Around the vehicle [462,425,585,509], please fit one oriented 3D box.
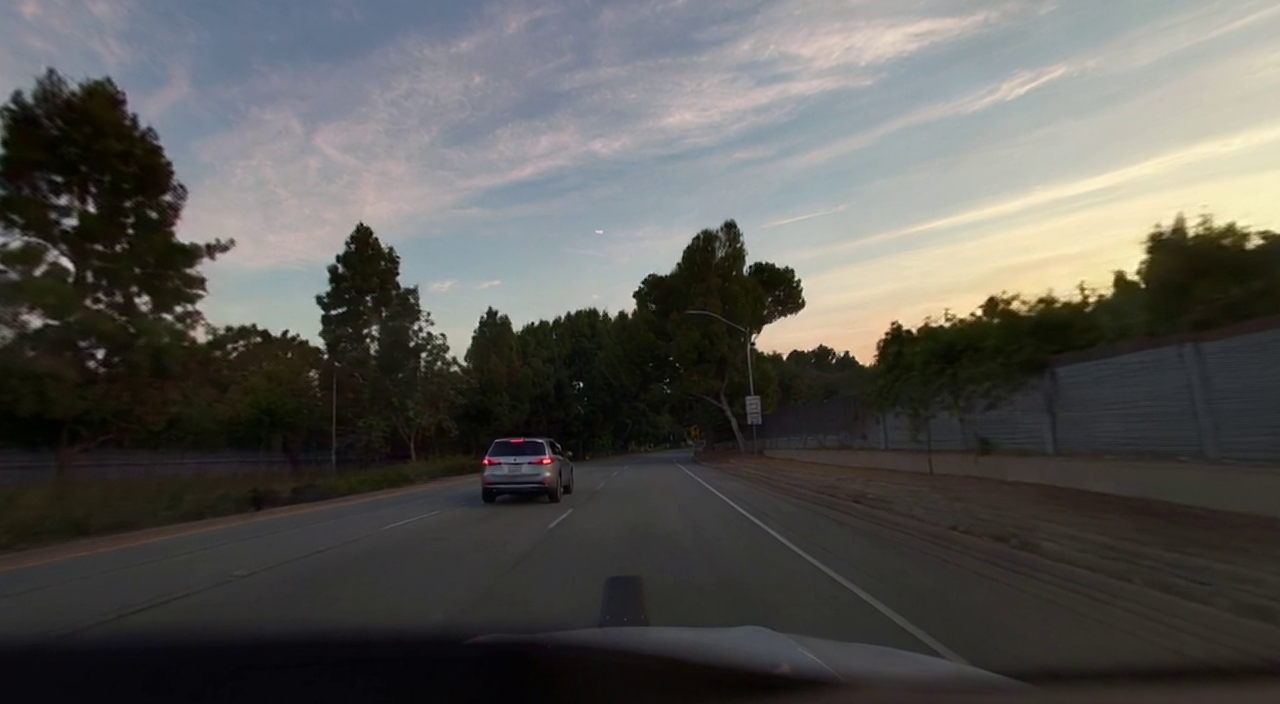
[{"bbox_3d":[-2.833,2.932,16.557,2.160,1.855,4.695,0,-8,2],"label":"vehicle"}]
